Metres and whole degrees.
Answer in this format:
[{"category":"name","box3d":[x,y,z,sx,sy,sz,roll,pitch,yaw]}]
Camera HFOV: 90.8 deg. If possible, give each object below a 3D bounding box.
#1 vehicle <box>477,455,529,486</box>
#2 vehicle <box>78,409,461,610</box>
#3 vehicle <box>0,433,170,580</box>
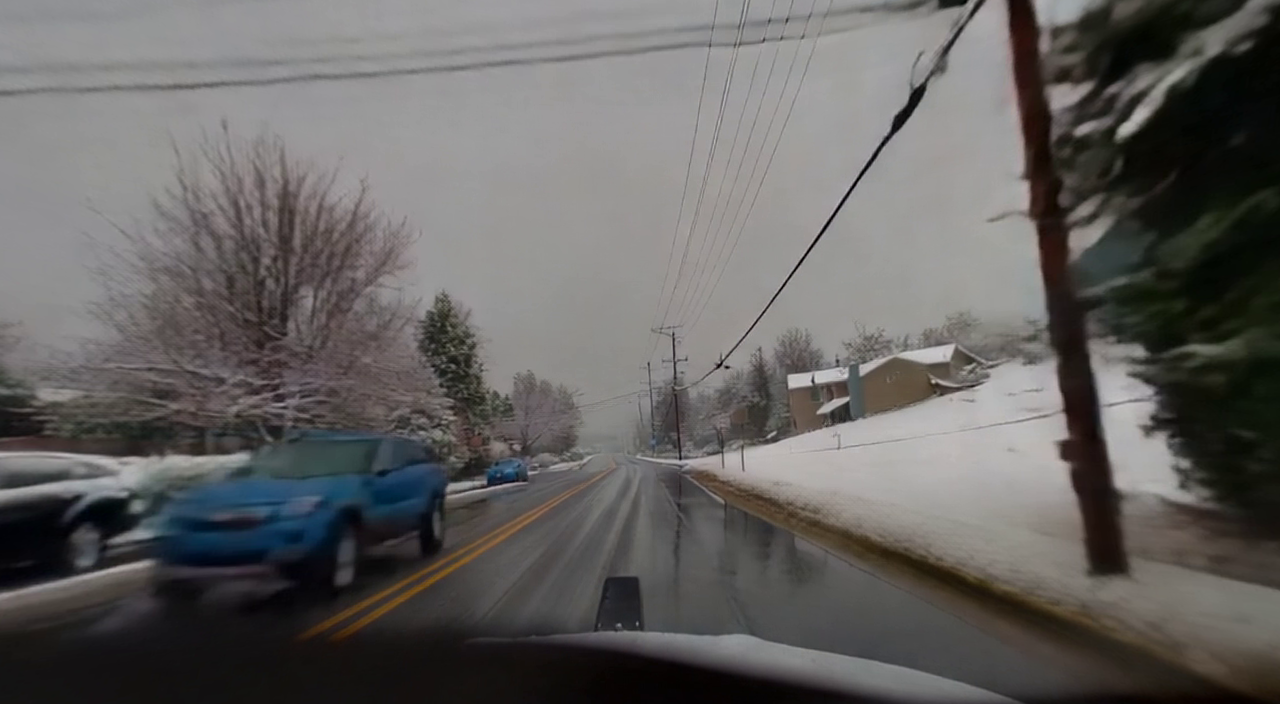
[{"category":"vehicle","box3d":[-8.241,7.152,38.499,2.114,1.693,4.468,0,-9,1]},{"category":"vehicle","box3d":[-3.874,1.711,7.807,2.109,1.738,4.405,0,-9,-1]},{"category":"vehicle","box3d":[-7.683,1.692,6.670,1.940,1.514,4.544,-4,-11,0]}]
